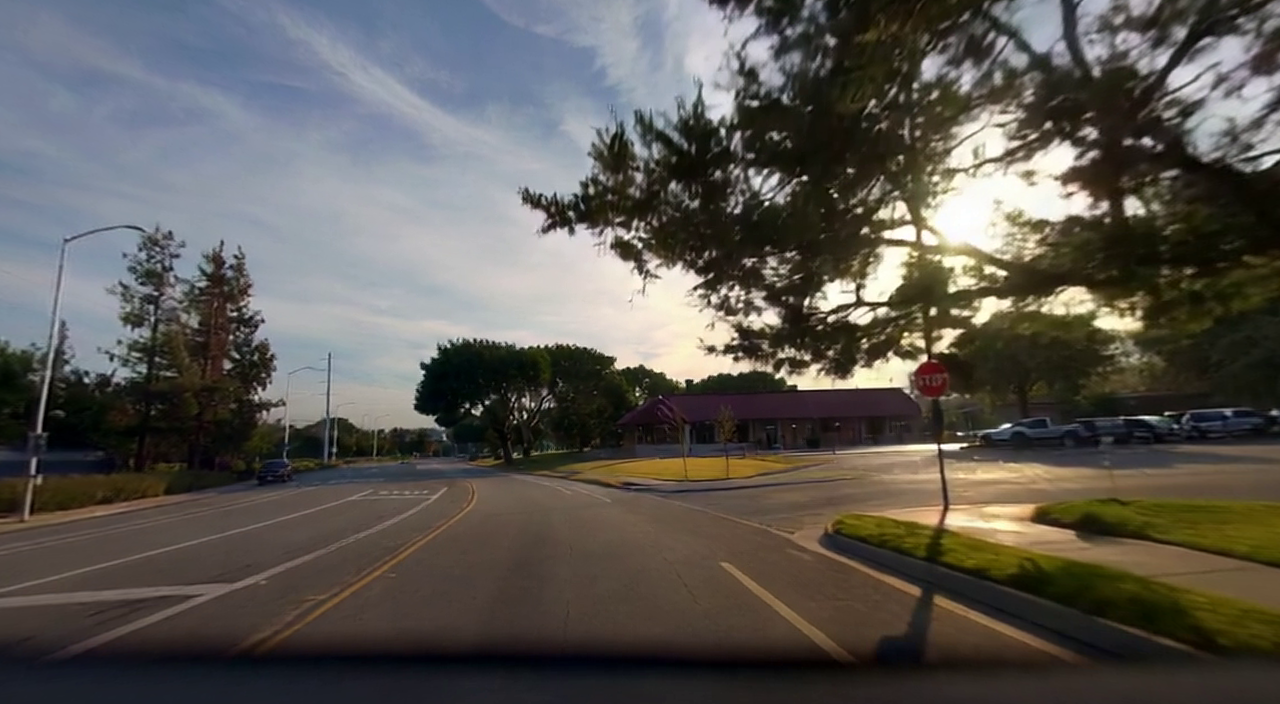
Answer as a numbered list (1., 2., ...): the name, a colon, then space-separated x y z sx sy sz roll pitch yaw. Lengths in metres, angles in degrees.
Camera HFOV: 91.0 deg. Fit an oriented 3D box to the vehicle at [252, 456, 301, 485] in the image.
1. vehicle: -23.504 7.718 40.847 1.952 1.632 4.200 1 -11 -19
